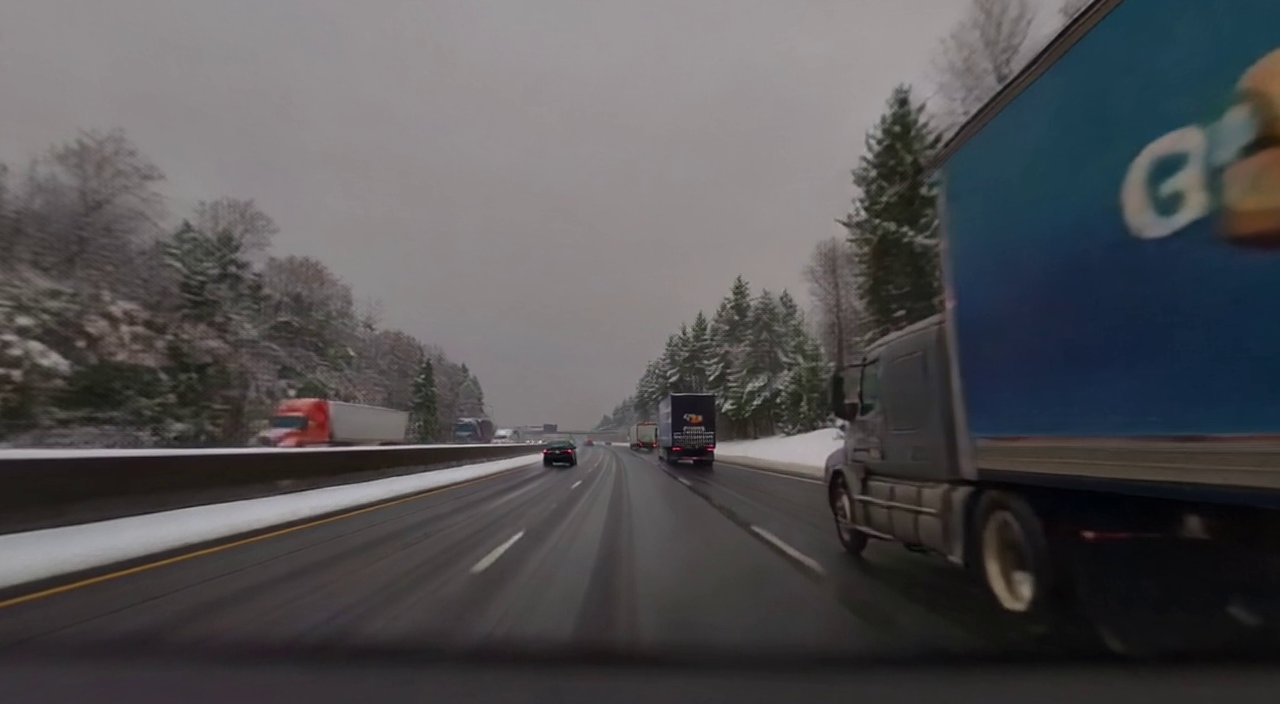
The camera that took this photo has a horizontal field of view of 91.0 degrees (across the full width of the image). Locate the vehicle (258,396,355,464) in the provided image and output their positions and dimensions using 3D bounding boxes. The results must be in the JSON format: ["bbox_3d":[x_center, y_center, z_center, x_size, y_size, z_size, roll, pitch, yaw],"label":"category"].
[{"bbox_3d":[-21.197,5.049,40.434,3.076,3.983,5.823,0,-8,-3],"label":"vehicle"}]

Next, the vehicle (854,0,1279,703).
[{"bbox_3d":[3.933,-0.080,3.784,3.110,3.921,5.793,0,-8,0],"label":"vehicle"}]

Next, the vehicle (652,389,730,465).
[{"bbox_3d":[2.814,4.940,40.180,3.116,3.992,13.748,0,-8,-3],"label":"vehicle"}]

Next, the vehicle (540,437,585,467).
[{"bbox_3d":[-4.432,5.769,36.559,2.206,1.644,4.027,0,-8,-1],"label":"vehicle"}]
